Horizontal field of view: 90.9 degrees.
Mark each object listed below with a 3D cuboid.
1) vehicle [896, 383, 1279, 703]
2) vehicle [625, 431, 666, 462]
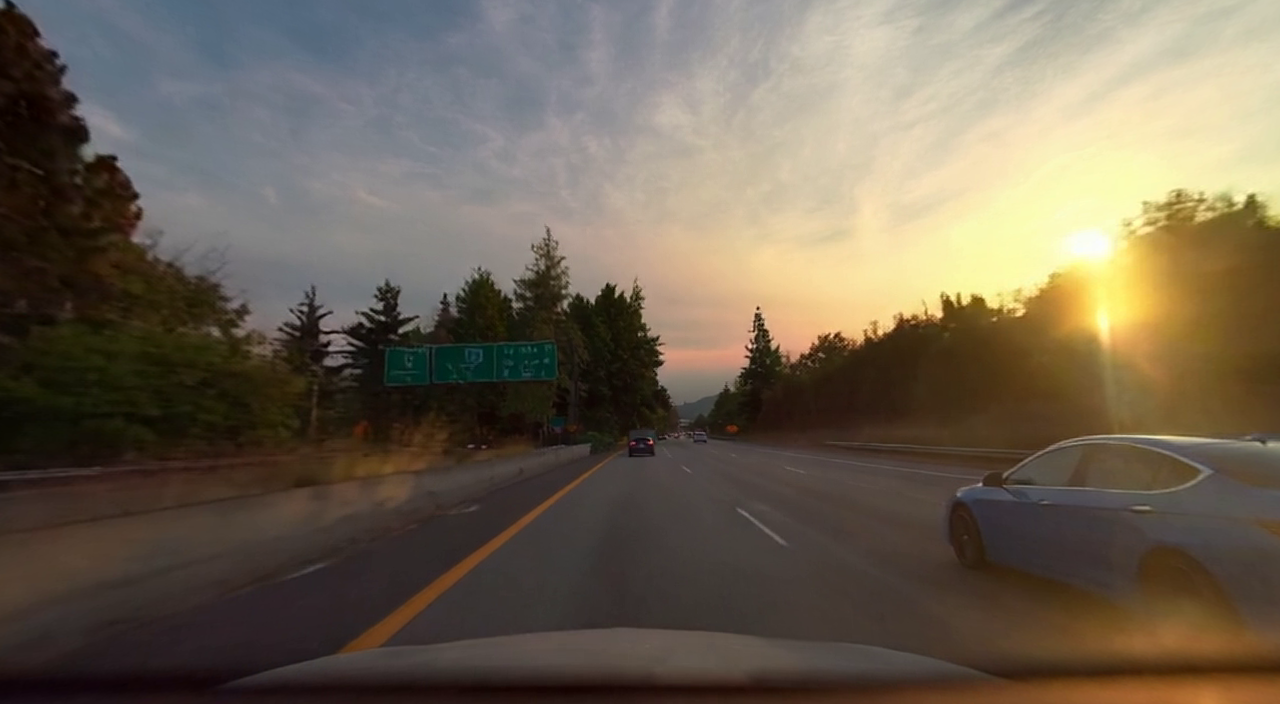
[{"bbox_3d":[3.745,1.093,4.321,1.981,1.467,4.459,0,-8,-2],"label":"vehicle"},{"bbox_3d":[0.238,5.042,33.744,2.046,1.526,3.903,0,-8,-1],"label":"vehicle"}]
